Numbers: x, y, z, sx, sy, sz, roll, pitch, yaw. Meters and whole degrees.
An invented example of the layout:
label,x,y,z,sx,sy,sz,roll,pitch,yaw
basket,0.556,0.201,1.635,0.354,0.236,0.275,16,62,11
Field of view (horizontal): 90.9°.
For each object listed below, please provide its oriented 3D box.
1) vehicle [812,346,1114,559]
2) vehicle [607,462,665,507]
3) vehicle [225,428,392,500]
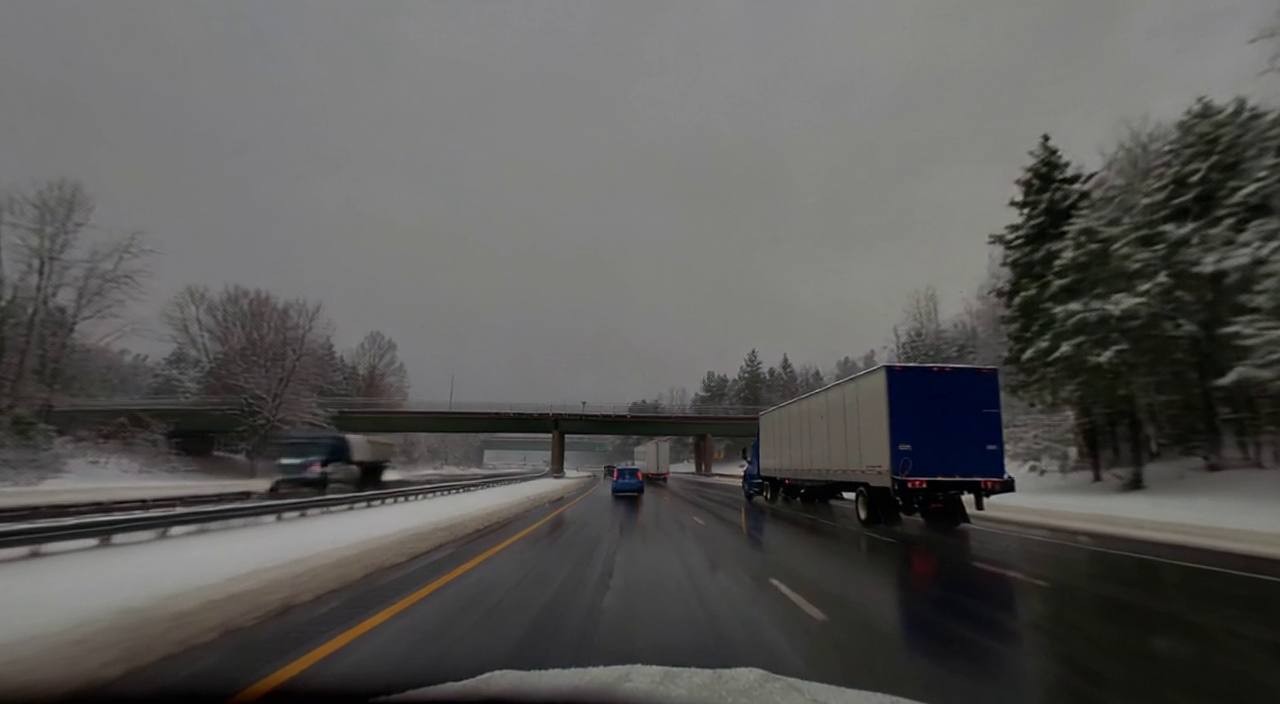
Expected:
label,x,y,z,sx,sy,sz,roll,pitch,yaw
vehicle,6.736,2.467,15.160,2.839,3.684,8.091,1,-11,0
vehicle,-0.166,5.085,24.374,2.067,1.552,3.601,1,-11,-1
vehicle,-9.699,3.425,19.174,1.997,1.794,5.701,1,-11,0
